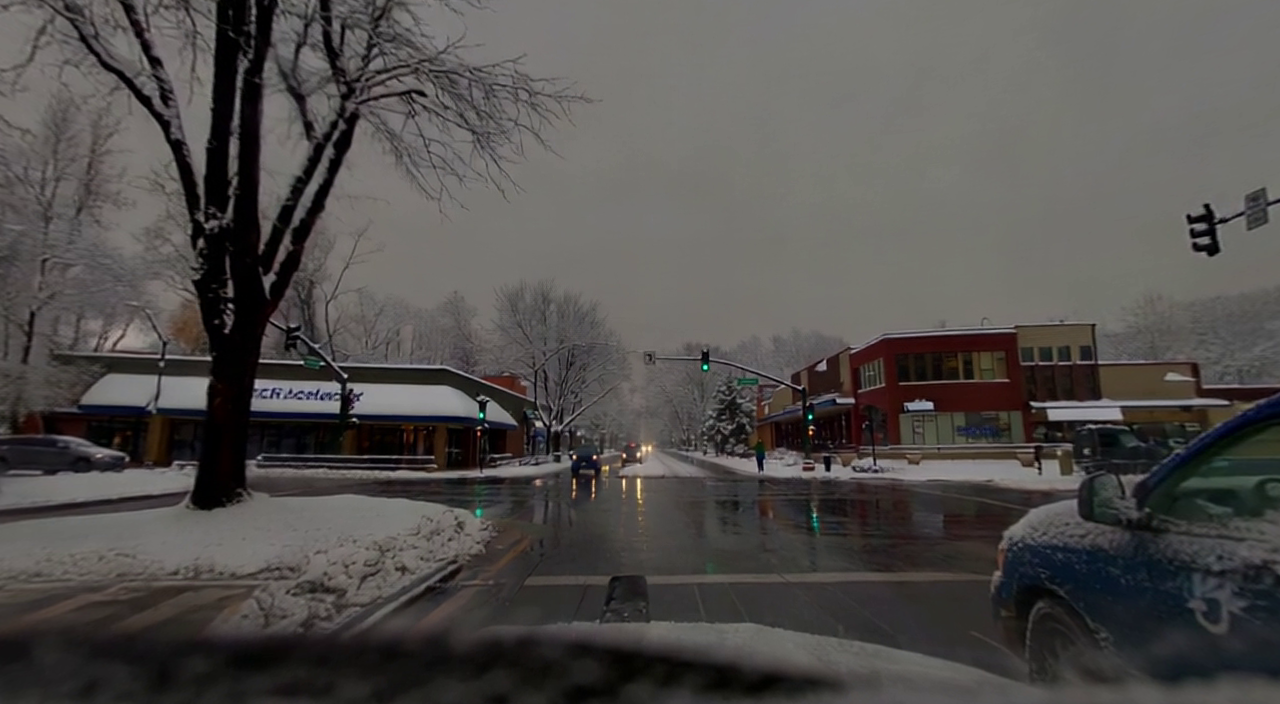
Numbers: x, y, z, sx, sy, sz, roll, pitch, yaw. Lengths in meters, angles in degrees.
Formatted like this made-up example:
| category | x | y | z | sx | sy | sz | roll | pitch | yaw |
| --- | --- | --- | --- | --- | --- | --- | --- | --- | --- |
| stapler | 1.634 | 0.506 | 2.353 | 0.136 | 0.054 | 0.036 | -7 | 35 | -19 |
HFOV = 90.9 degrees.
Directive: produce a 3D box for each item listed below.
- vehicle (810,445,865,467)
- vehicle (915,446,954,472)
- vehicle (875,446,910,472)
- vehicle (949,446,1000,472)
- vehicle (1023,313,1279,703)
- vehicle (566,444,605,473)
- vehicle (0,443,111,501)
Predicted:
| category | x | y | z | sx | sy | sz | roll | pitch | yaw |
| --- | --- | --- | --- | --- | --- | --- | --- | --- | --- |
| vehicle | 15.081 | 7.945 | 48.371 | 1.924 | 1.579 | 4.084 | 3 | -9 | -18 |
| vehicle | 18.274 | 6.623 | 39.220 | 1.791 | 1.520 | 3.649 | -3 | -9 | 20 |
| vehicle | 15.896 | 6.694 | 39.676 | 1.875 | 1.543 | 3.853 | -3 | -9 | 21 |
| vehicle | 20.565 | 6.575 | 38.918 | 2.066 | 1.488 | 4.158 | -3 | -9 | 19 |
| vehicle | 2.880 | 0.577 | 0.619 | 2.048 | 1.725 | 4.754 | 0 | -8 | 1 |
| vehicle | -3.198 | 6.376 | 37.914 | 1.961 | 1.658 | 4.064 | 0 | -8 | 0 |
| vehicle | -18.021 | 3.306 | 17.669 | 4.686 | 1.500 | 1.935 | 0 | -8 | 2 |
